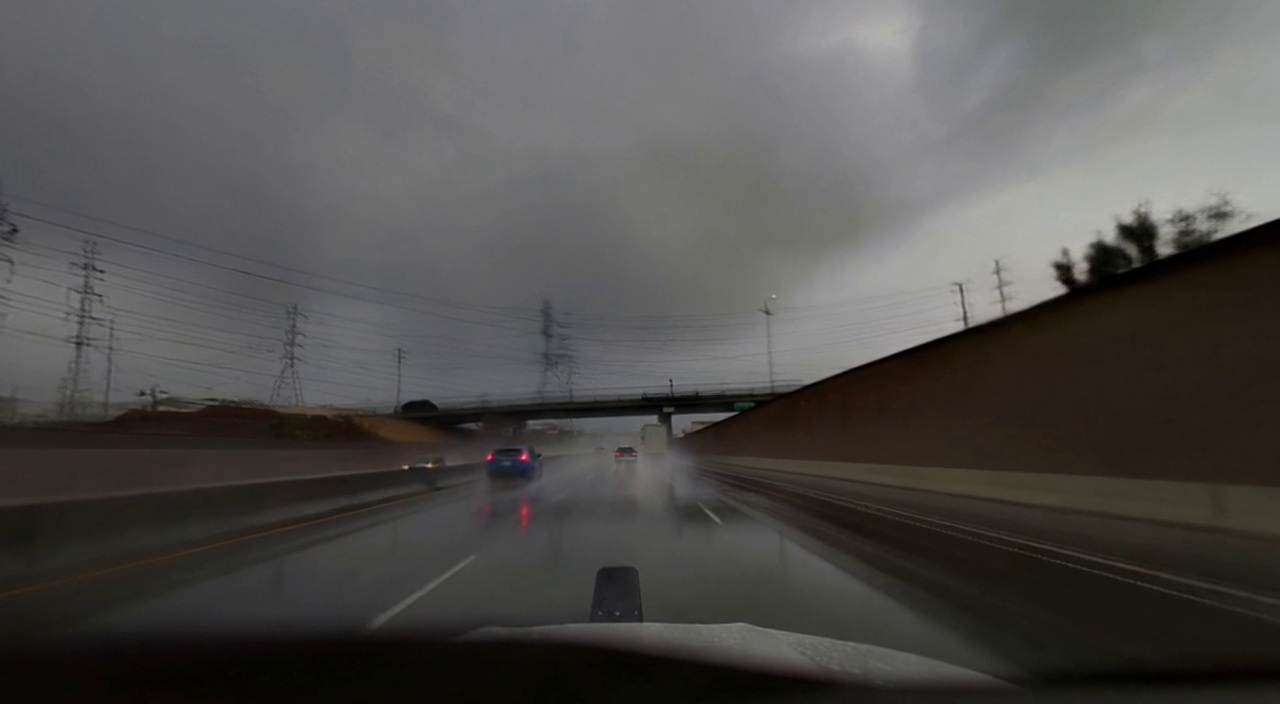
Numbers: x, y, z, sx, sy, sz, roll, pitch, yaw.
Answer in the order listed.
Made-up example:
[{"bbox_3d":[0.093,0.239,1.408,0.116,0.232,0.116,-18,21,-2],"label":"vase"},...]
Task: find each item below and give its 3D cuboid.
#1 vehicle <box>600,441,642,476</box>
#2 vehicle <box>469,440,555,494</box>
[{"bbox_3d":[-0.941,5.456,32.295,2.004,1.615,4.113,0,-9,-1],"label":"vehicle"},{"bbox_3d":[-4.060,3.713,20.535,1.987,1.548,3.981,0,-9,0],"label":"vehicle"}]
